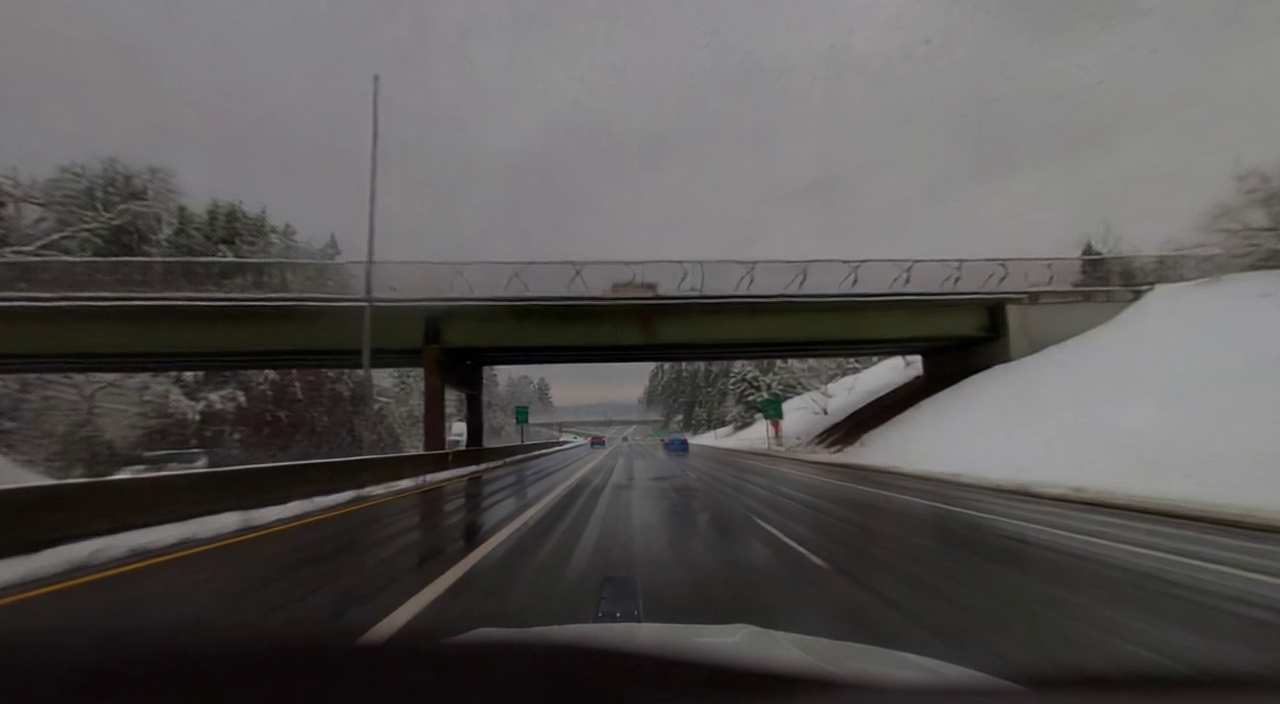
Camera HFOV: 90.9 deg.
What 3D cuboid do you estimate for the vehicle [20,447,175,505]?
[{"bbox_3d":[-20.133,4.573,23.719,1.933,1.867,4.408,0,-8,-1],"label":"vehicle"}]
